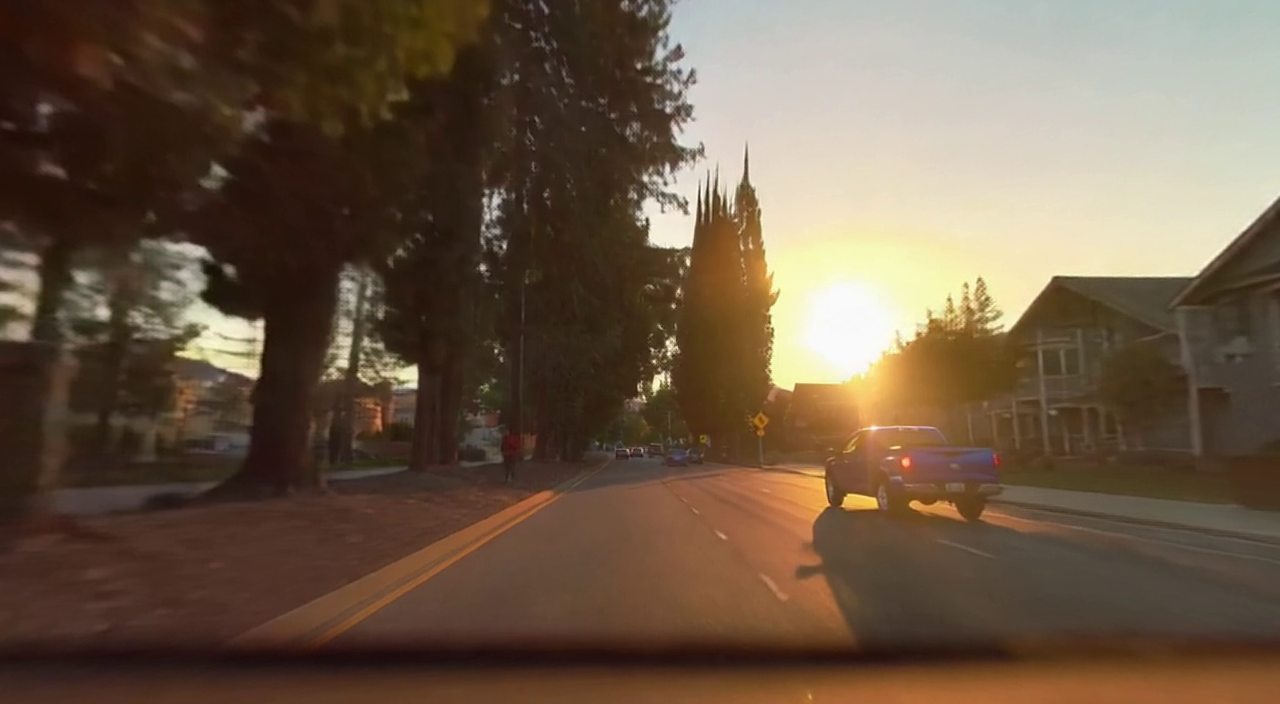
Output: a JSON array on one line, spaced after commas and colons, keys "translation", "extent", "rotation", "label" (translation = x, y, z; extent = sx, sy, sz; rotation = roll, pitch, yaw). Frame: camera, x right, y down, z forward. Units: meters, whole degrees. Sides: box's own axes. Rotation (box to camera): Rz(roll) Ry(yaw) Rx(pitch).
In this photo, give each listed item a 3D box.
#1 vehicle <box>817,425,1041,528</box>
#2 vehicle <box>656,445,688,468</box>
[{"translation": [5.919, 2.644, 14.029], "extent": [2.262, 1.769, 5.666], "rotation": [1, -9, -1], "label": "vehicle"}, {"translation": [2.398, 8.000, 48.437], "extent": [2.061, 1.632, 4.222], "rotation": [1, -9, -2], "label": "vehicle"}]
